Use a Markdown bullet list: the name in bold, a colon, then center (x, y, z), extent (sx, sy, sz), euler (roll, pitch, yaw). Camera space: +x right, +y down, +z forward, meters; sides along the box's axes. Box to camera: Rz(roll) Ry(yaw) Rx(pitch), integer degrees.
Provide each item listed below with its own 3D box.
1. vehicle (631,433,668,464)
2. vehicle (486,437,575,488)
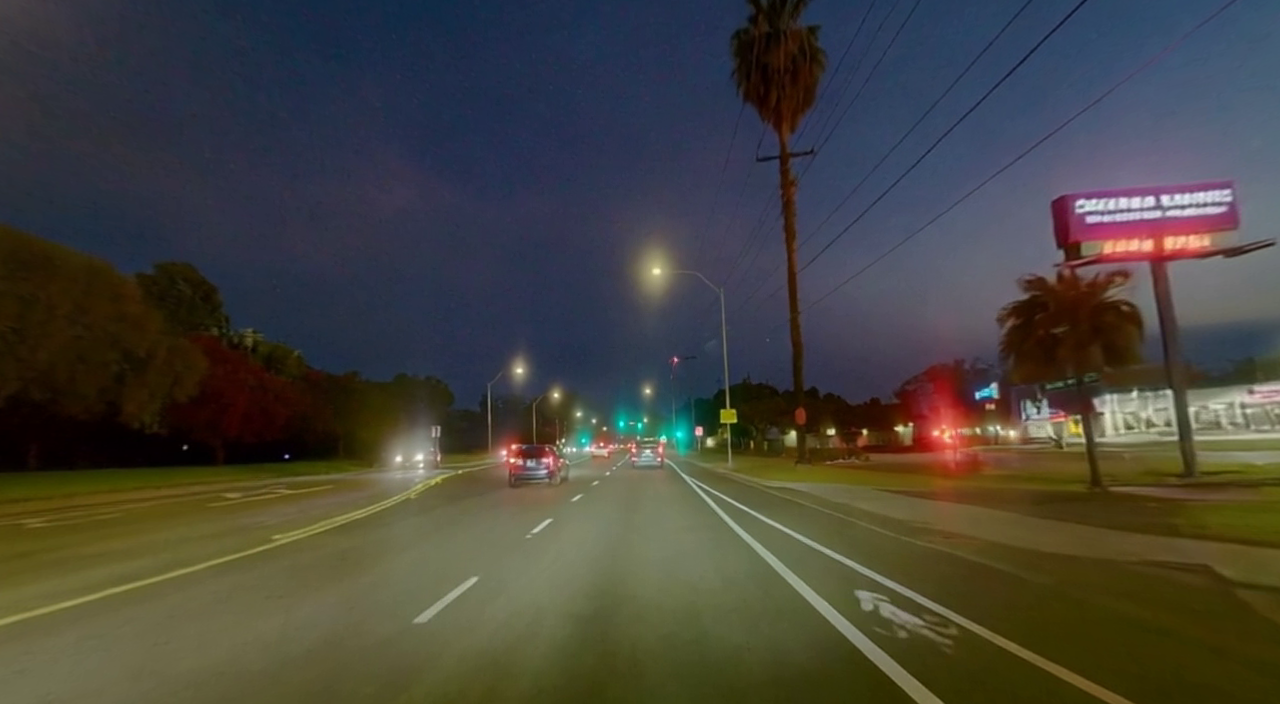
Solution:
- **vehicle**: center (0.579, 5.875, 38.491), extent (2.155, 1.781, 3.977), euler (0, -9, 0)
- **vehicle**: center (-3.375, 3.502, 20.283), extent (1.982, 1.451, 4.152), euler (0, -9, 2)
